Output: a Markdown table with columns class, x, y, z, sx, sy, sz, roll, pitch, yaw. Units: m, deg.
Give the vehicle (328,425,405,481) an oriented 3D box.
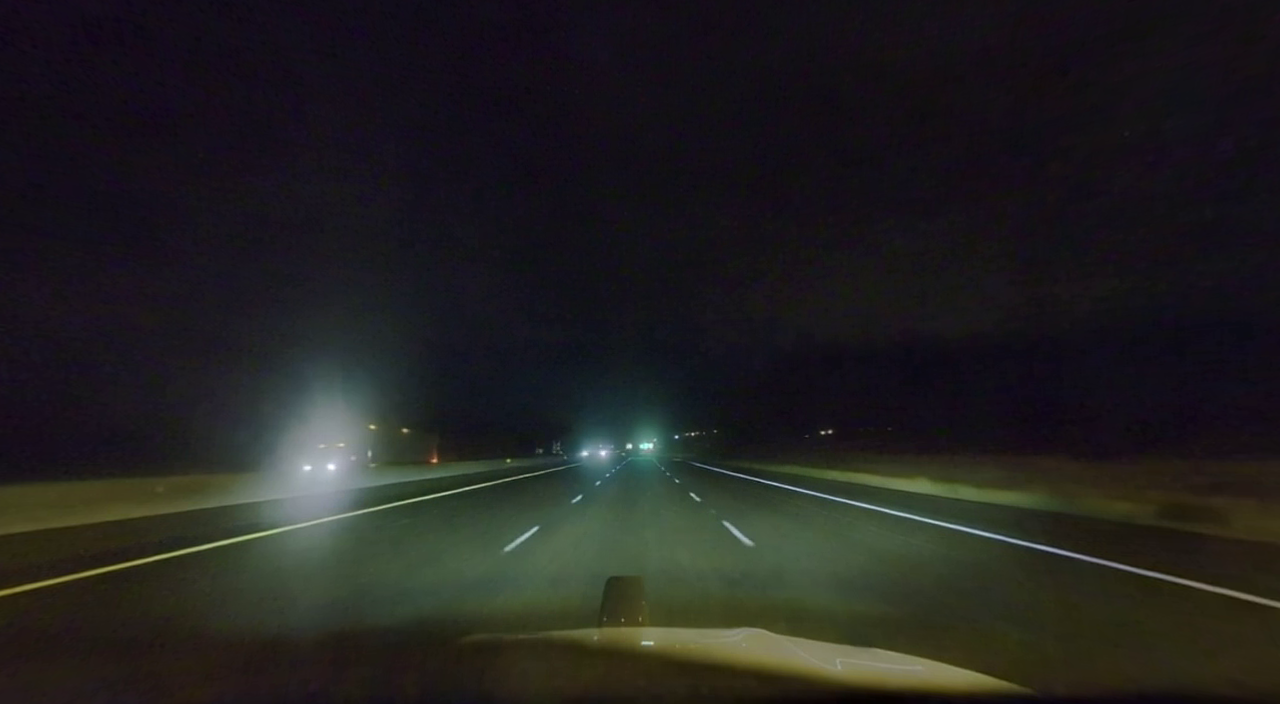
| class | x | y | z | sx | sy | sz | roll | pitch | yaw |
| --- | --- | --- | --- | --- | --- | --- | --- | --- | --- |
| vehicle | -19.428 | 7.209 | 45.170 | 2.894 | 3.573 | 5.913 | -3 | -9 | 0 |
